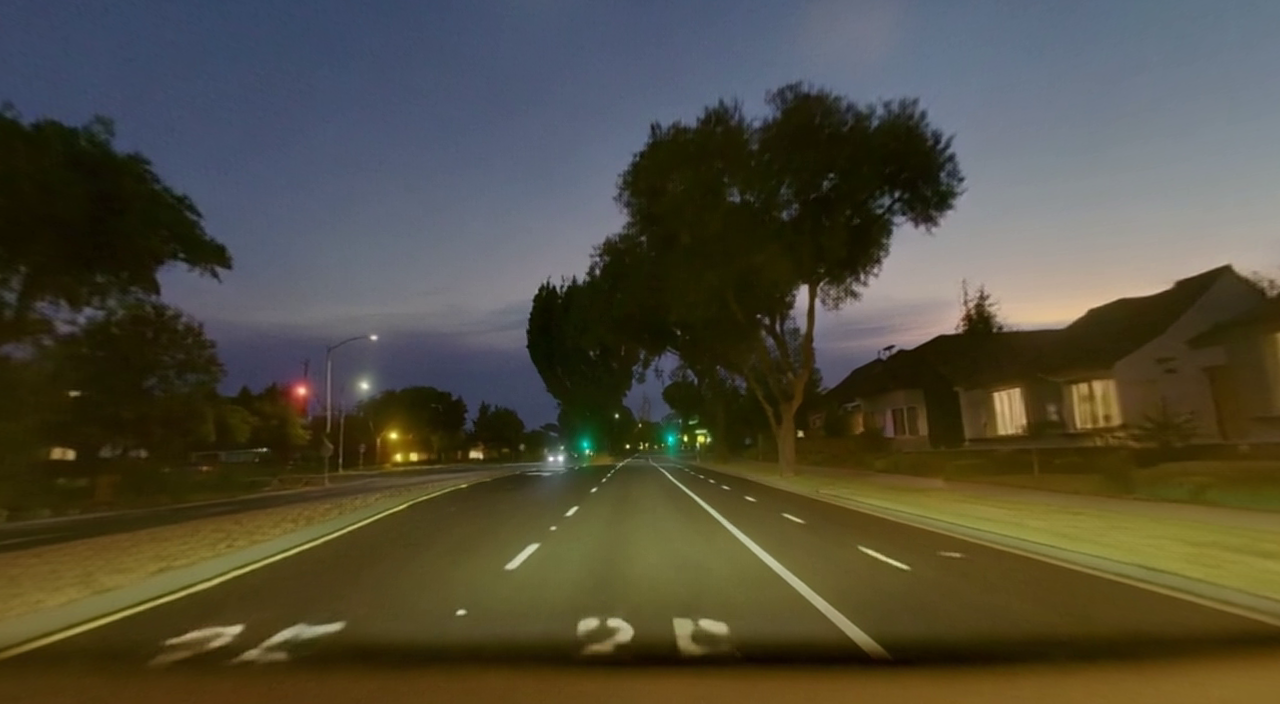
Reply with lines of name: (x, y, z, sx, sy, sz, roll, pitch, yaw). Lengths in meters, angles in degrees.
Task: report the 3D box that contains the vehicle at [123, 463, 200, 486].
vehicle: (-37.016, 9.447, 48.777, 1.845, 1.560, 4.296, -4, -9, 24)
